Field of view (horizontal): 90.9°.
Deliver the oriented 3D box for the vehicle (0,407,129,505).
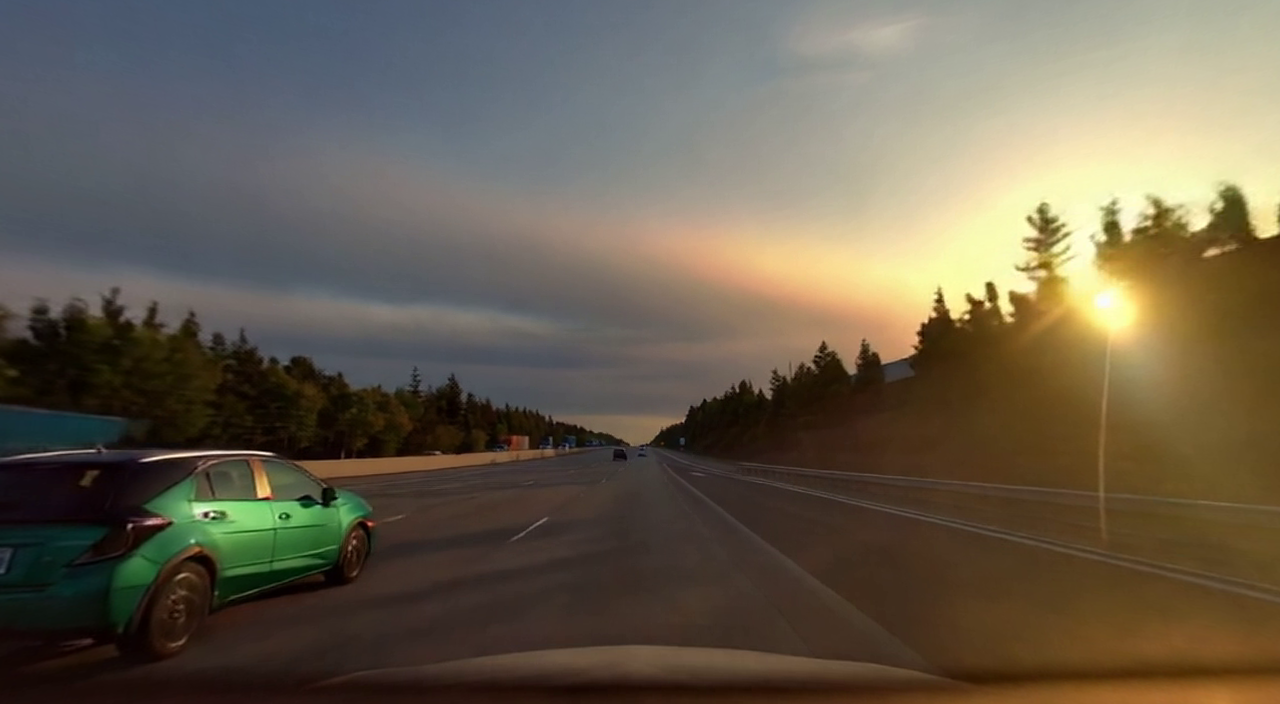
[{"bbox_3d":[-22.605,3.485,21.067,2.851,3.200,9.549,0,-9,1],"label":"vehicle"}]
